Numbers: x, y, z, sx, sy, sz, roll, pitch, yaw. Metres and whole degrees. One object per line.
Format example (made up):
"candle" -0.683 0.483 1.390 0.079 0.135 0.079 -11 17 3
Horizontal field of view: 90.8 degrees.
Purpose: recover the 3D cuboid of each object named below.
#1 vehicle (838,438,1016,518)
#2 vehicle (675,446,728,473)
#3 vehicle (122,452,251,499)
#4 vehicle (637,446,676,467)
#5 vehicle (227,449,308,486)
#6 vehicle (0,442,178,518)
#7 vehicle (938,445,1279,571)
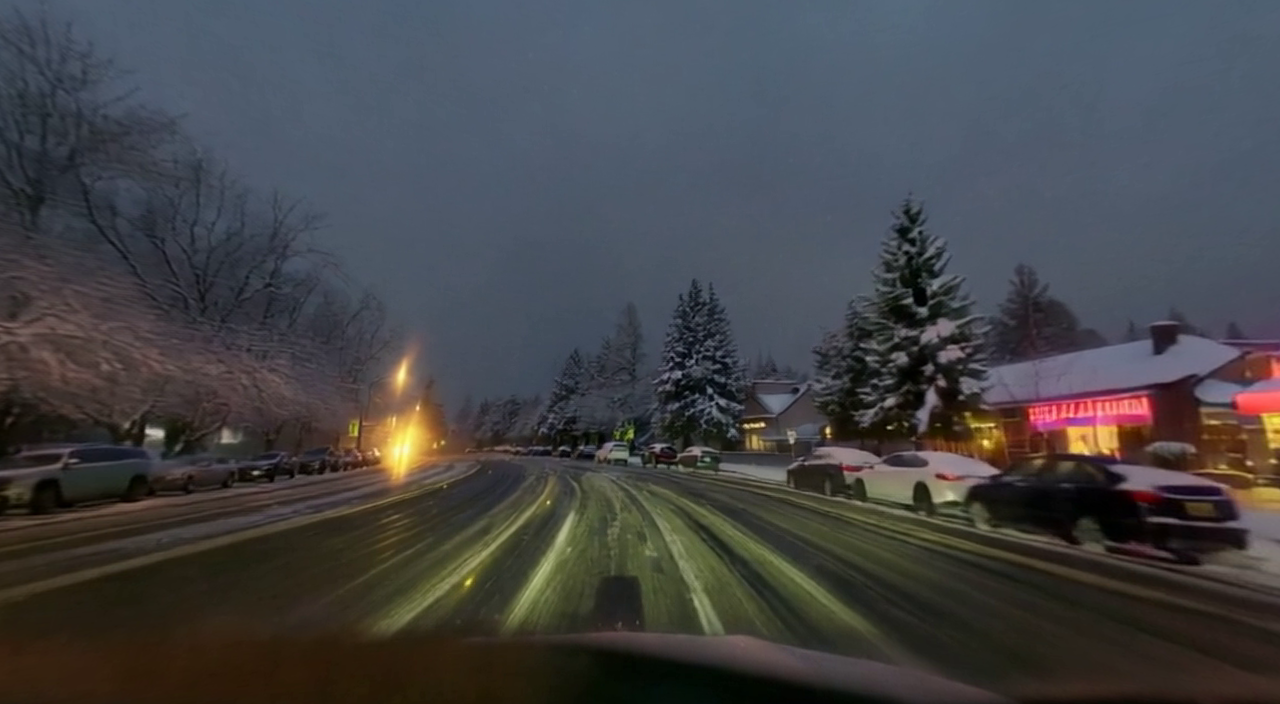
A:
"vehicle" 6.654 2.937 15.288 2.065 1.632 4.206 1 -9 -5
"vehicle" 3.588 6.366 37.707 2.012 1.517 4.287 1 -9 -10
"vehicle" -16.362 4.420 23.142 1.825 1.474 4.678 1 -9 -9
"vehicle" 1.159 7.671 46.612 1.853 1.446 4.187 2 -9 -13
"vehicle" -17.310 5.362 29.624 1.906 1.542 4.210 1 -9 -11
"vehicle" -15.507 3.408 17.505 1.876 1.772 5.125 1 -9 -5
"vehicle" 7.112 2.298 10.280 1.872 1.515 4.799 1 -9 -5
